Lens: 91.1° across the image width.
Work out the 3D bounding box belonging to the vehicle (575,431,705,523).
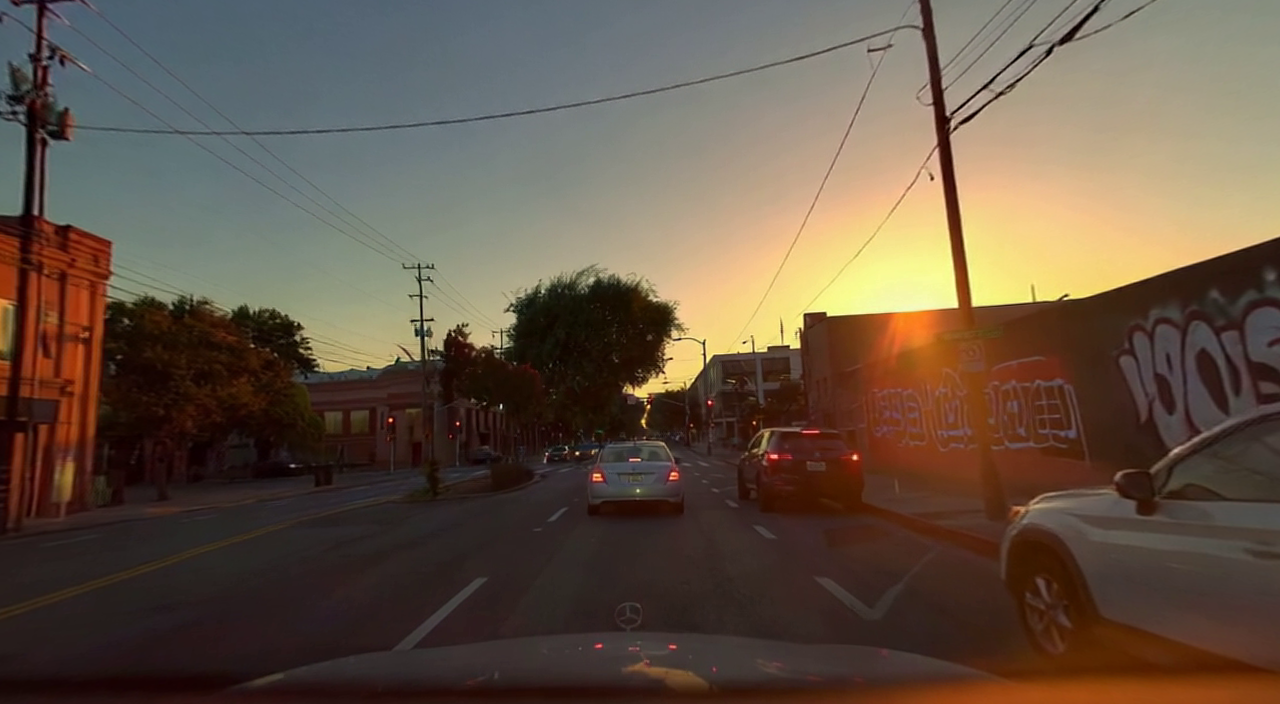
[{"bbox_3d":[0.034,2.428,12.771,2.153,1.505,4.452,0,-8,1],"label":"vehicle"}]

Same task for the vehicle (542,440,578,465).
[{"bbox_3d":[-5.750,7.305,45.664,2.059,1.699,4.252,0,-8,1],"label":"vehicle"}]

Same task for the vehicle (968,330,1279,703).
[{"bbox_3d":[3.273,0.766,2.151,1.938,1.714,4.402,0,-8,1],"label":"vehicle"}]

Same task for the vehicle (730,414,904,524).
[{"bbox_3d":[3.246,2.268,12.669,2.060,1.783,4.579,0,-8,-1],"label":"vehicle"}]
